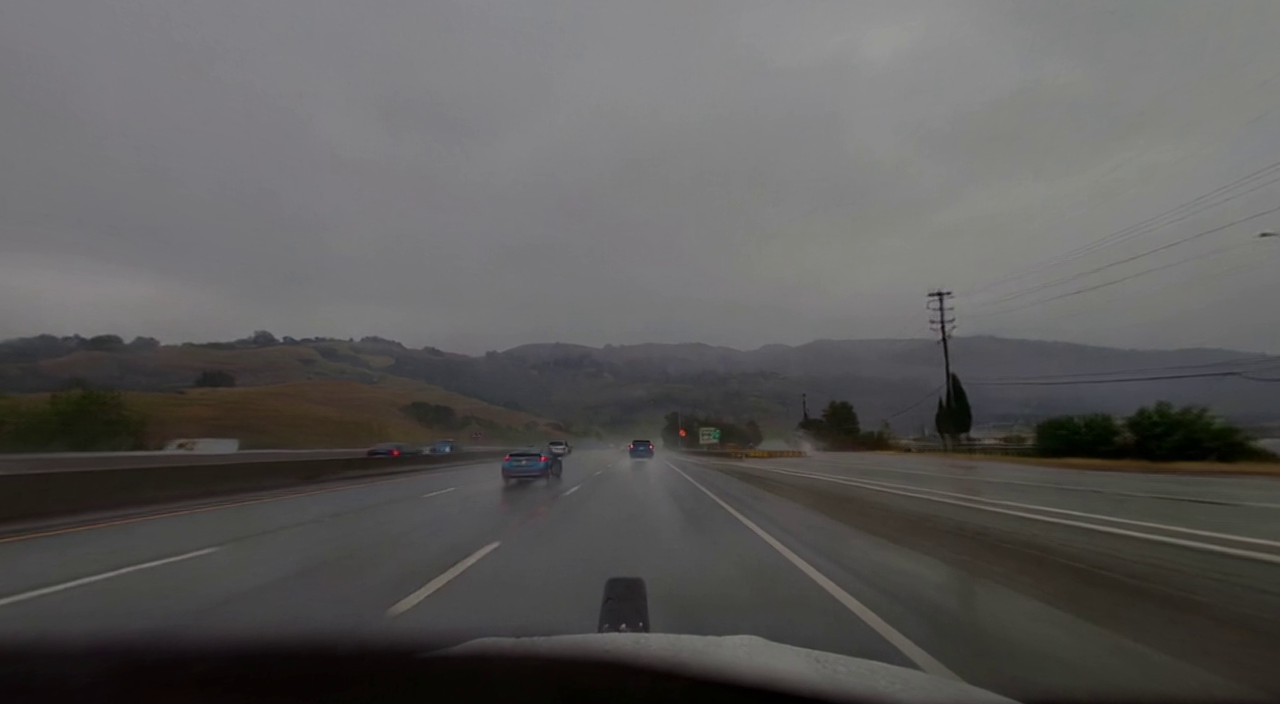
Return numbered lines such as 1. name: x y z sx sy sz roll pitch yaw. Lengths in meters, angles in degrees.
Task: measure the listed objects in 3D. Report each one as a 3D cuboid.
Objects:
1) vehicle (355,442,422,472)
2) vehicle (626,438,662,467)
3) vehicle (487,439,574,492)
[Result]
1. vehicle: -14.356 6.008 36.334 2.047 1.608 4.257 -1 -8 1
2. vehicle: 0.254 6.547 41.228 2.194 1.737 4.127 0 -8 0
3. vehicle: -3.490 3.717 21.066 1.967 1.517 4.808 0 -8 1
